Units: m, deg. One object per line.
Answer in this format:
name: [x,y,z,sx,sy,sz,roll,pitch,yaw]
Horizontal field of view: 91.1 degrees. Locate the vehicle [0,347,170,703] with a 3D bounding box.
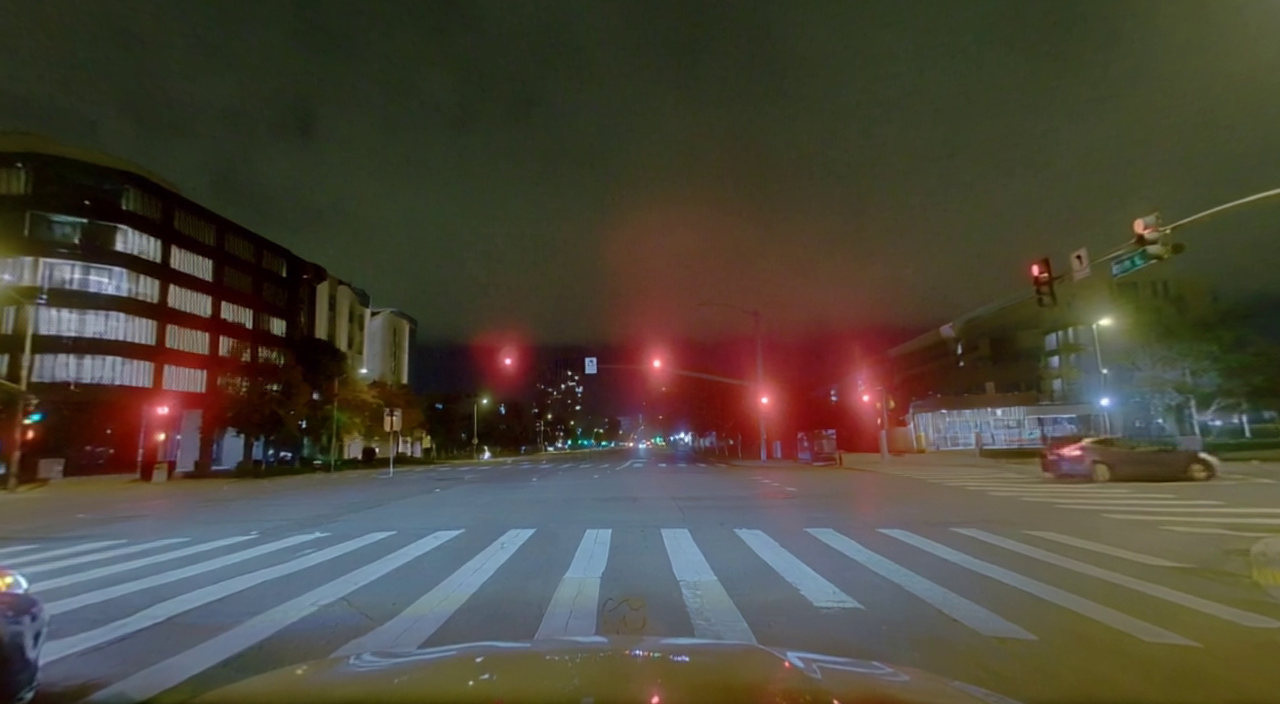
vehicle: [-3.634,0.615,1.062,2.109,1.692,4.587,0,-8,0]

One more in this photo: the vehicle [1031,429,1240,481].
vehicle: [14.539,3.041,18.621,4.551,1.454,1.941,0,-8,-1]
